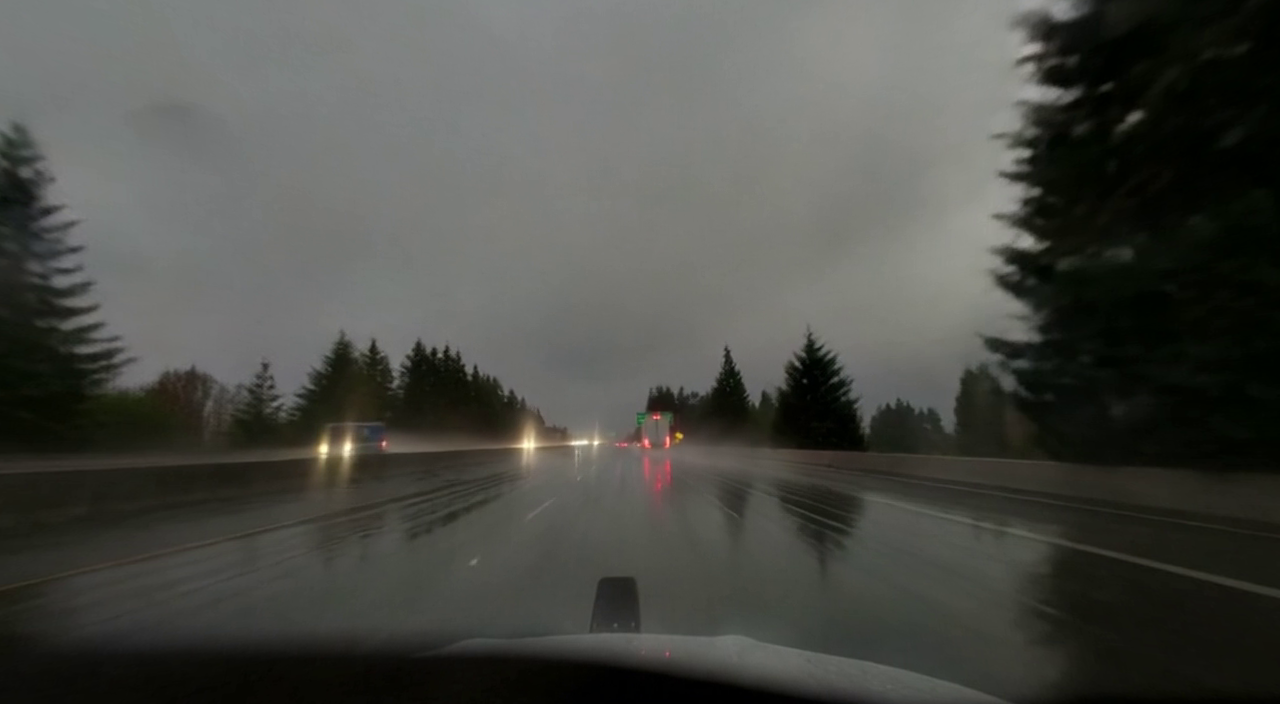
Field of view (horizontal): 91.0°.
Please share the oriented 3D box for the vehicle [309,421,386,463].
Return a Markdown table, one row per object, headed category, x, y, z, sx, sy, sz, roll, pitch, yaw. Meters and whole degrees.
| category | x | y | z | sx | sy | sz | roll | pitch | yaw |
| --- | --- | --- | --- | --- | --- | --- | --- | --- | --- |
| vehicle | -22.140 | 6.875 | 48.046 | 2.695 | 2.900 | 6.894 | 0 | -8 | -2 |
